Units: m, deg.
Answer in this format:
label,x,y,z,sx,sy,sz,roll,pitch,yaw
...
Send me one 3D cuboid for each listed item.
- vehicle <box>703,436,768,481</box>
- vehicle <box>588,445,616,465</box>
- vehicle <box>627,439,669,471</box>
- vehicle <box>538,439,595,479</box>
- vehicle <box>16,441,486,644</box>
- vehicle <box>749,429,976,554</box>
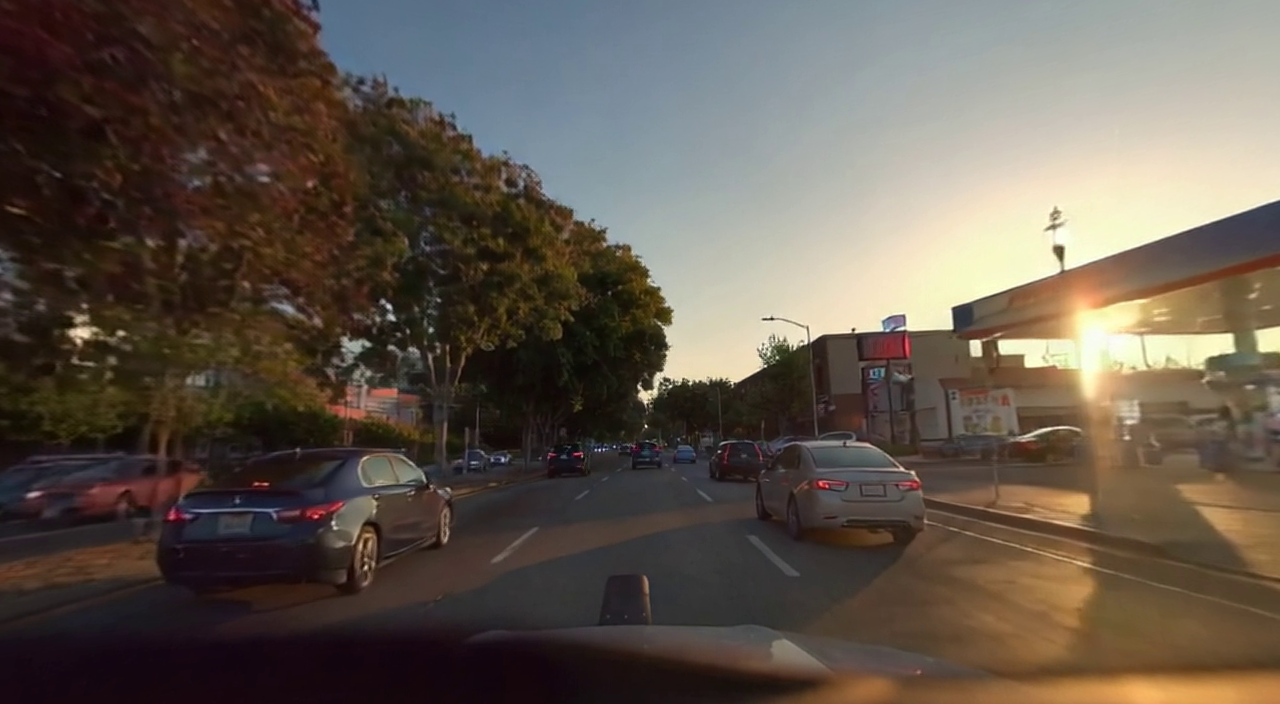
label,x,y,z,sx,sy,sz,roll,pitch,yaw
vehicle,3.914,4.464,26.733,1.980,1.709,4.813,0,-8,0
vehicle,-2.959,8.042,49.498,1.901,1.483,4.372,0,-8,0
vehicle,0.437,5.713,35.122,2.192,1.674,4.124,0,-8,0
vehicle,-3.198,4.745,28.226,1.988,1.645,3.995,0,-8,1
vehicle,-3.191,1.622,6.530,2.013,1.354,4.393,0,-8,1
vehicle,3.115,2.041,10.019,1.919,1.502,4.572,0,-8,0
